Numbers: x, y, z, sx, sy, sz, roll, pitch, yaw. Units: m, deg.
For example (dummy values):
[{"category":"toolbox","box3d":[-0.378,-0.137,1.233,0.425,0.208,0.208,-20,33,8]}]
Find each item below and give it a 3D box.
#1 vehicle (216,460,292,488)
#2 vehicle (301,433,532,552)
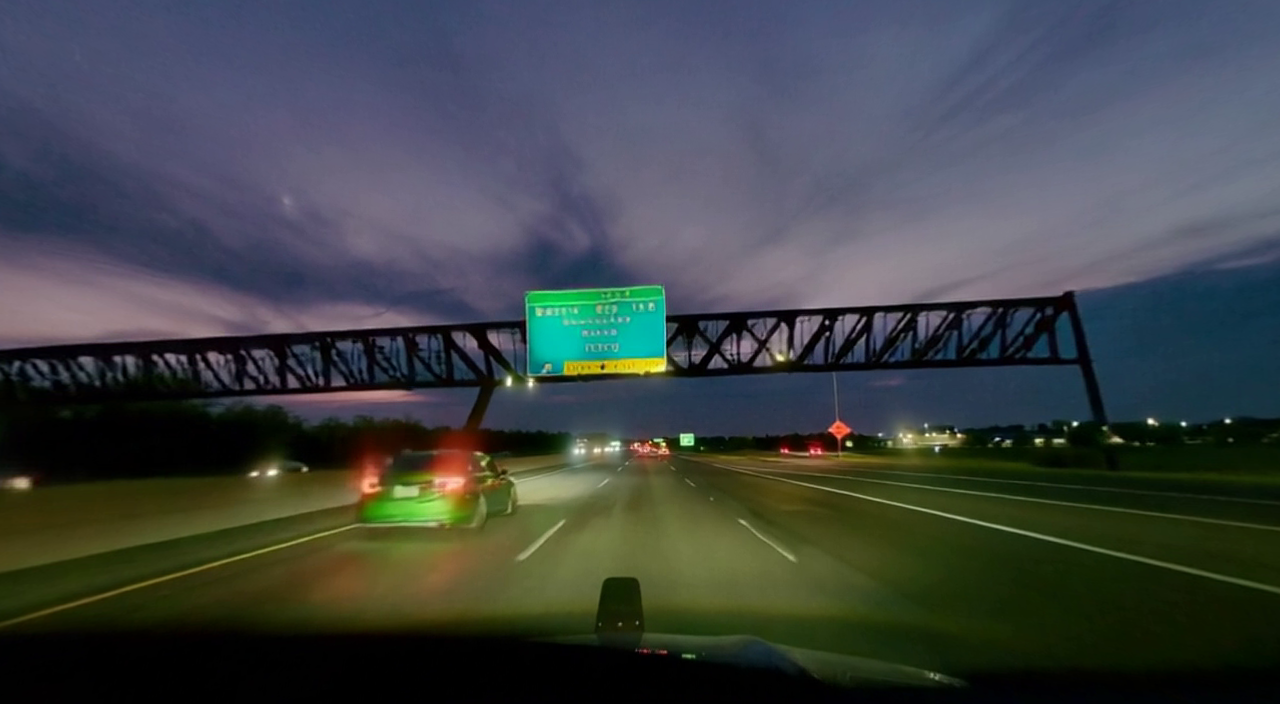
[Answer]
[{"category":"vehicle","box3d":[-22.541,7.105,37.042,1.793,1.437,4.057,0,-9,1]},{"category":"vehicle","box3d":[-3.314,2.192,10.541,2.180,1.537,4.459,0,-9,1]}]
